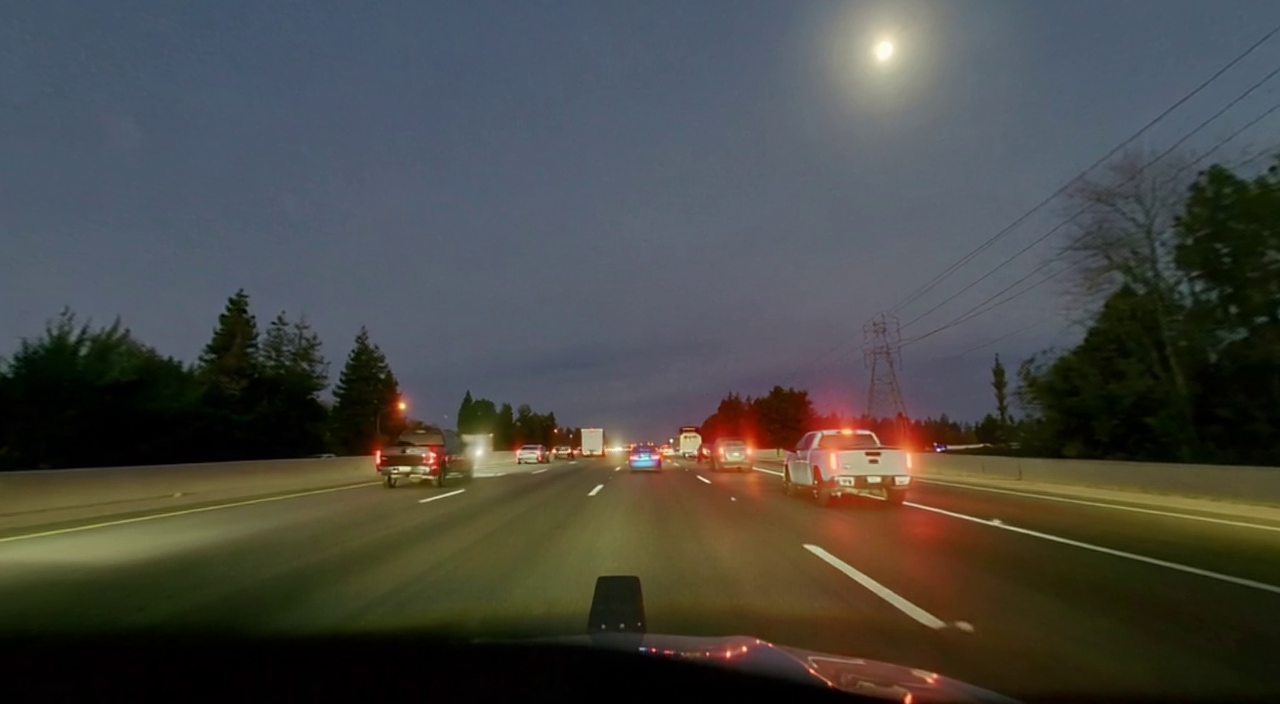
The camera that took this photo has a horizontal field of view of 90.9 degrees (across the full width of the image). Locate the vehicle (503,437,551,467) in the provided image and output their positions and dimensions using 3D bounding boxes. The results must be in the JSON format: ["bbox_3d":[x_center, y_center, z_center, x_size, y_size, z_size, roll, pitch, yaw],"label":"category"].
[{"bbox_3d":[-6.654,5.965,37.668,1.978,1.680,4.263,0,-8,1],"label":"vehicle"}]

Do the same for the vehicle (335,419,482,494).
[{"bbox_3d":[-6.751,3.152,19.345,2.269,1.936,5.777,0,-8,1],"label":"vehicle"}]

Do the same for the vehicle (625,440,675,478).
[{"bbox_3d":[0.409,4.511,26.830,1.966,1.444,3.986,0,-8,0],"label":"vehicle"}]

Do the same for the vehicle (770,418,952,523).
[{"bbox_3d":[4.068,2.258,12.518,2.002,1.691,4.290,0,-8,0],"label":"vehicle"}]

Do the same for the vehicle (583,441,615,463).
[{"bbox_3d":[-2.820,7.065,44.567,1.904,1.479,4.274,0,-8,1],"label":"vehicle"}]

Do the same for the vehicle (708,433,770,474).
[{"bbox_3d":[4.559,4.759,29.875,2.195,1.778,4.455,0,-8,0],"label":"vehicle"}]
